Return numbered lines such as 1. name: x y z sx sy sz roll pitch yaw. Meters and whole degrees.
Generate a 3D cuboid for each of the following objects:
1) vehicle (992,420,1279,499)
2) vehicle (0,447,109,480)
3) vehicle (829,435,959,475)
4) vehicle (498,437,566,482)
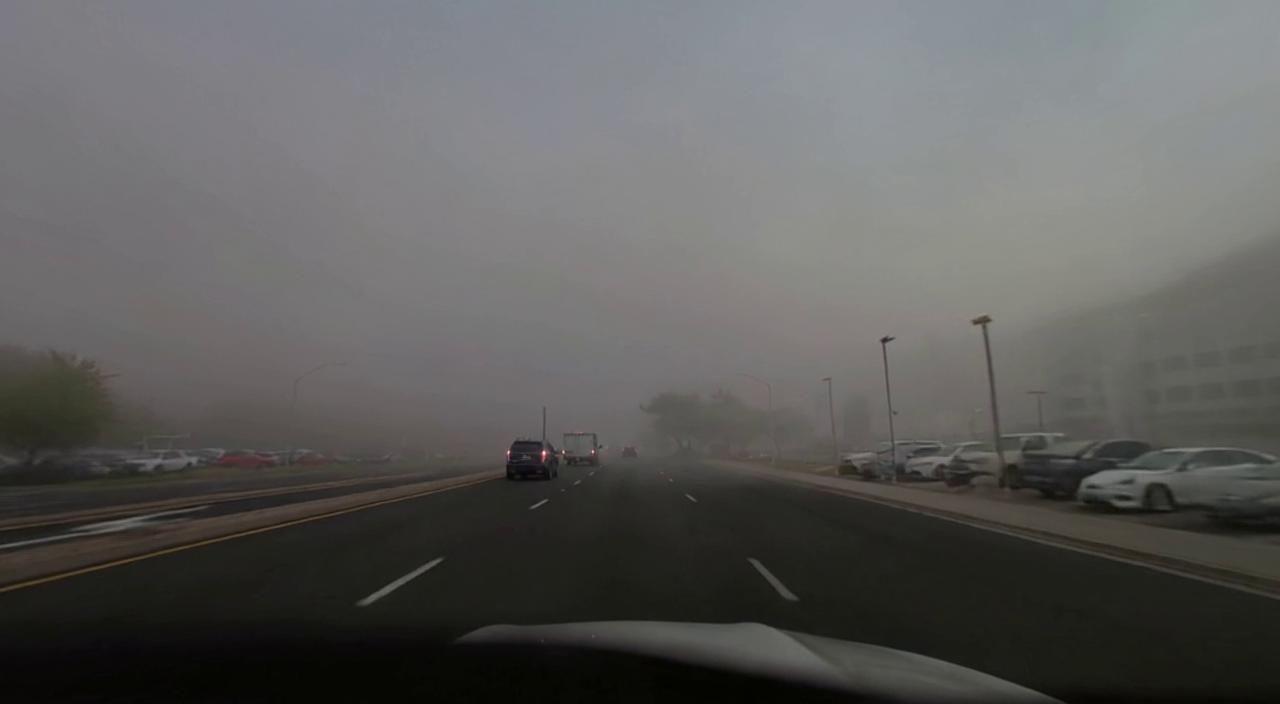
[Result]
1. vehicle: 12.455 2.722 16.206 5.426 1.811 2.193 -2 -9 15
2. vehicle: -33.627 6.254 35.461 5.439 1.744 2.107 0 -9 -1
3. vehicle: 12.551 5.141 31.320 5.500 1.749 2.057 -1 -9 -3
4. vehicle: -4.379 4.445 26.273 2.109 1.672 4.256 0 -9 0
